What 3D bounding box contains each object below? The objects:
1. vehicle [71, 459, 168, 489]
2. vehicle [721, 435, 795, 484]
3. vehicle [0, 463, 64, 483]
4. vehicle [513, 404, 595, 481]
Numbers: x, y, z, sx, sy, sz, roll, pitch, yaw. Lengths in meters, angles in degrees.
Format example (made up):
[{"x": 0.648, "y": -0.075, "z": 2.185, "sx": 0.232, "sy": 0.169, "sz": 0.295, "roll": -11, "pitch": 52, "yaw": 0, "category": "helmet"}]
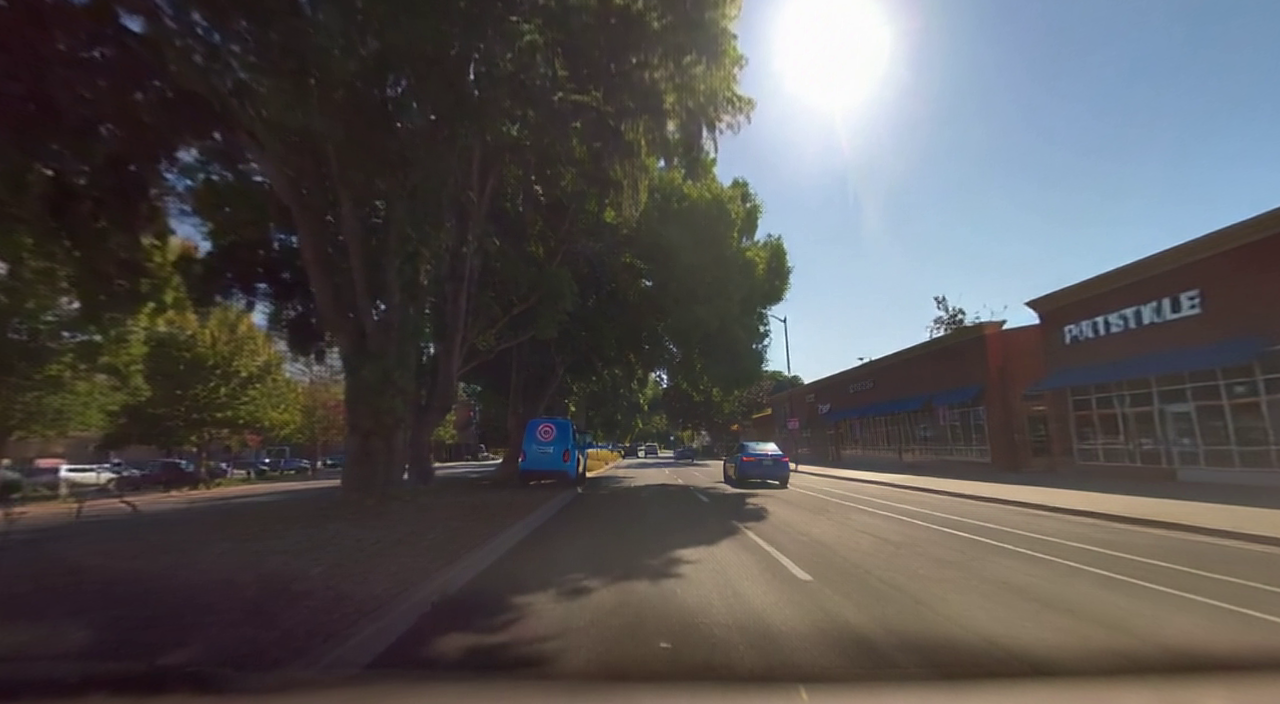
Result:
[{"x": -31.445, "y": 7.349, "z": 38.327, "sx": 4.225, "sy": 1.449, "sz": 1.819, "roll": 1, "pitch": -9, "yaw": -27, "category": "vehicle"}, {"x": 4.283, "y": 3.991, "z": 23.642, "sx": 1.869, "sy": 1.646, "sz": 4.166, "roll": 0, "pitch": -9, "yaw": -1, "category": "vehicle"}, {"x": -48.202, "y": 9.453, "z": 49.272, "sx": 4.456, "sy": 1.479, "sz": 1.868, "roll": 1, "pitch": -10, "yaw": -8, "category": "vehicle"}, {"x": -3.325, "y": 3.723, "z": 25.879, "sx": 2.443, "sy": 2.784, "sz": 5.862, "roll": 0, "pitch": -9, "yaw": 1, "category": "vehicle"}]
